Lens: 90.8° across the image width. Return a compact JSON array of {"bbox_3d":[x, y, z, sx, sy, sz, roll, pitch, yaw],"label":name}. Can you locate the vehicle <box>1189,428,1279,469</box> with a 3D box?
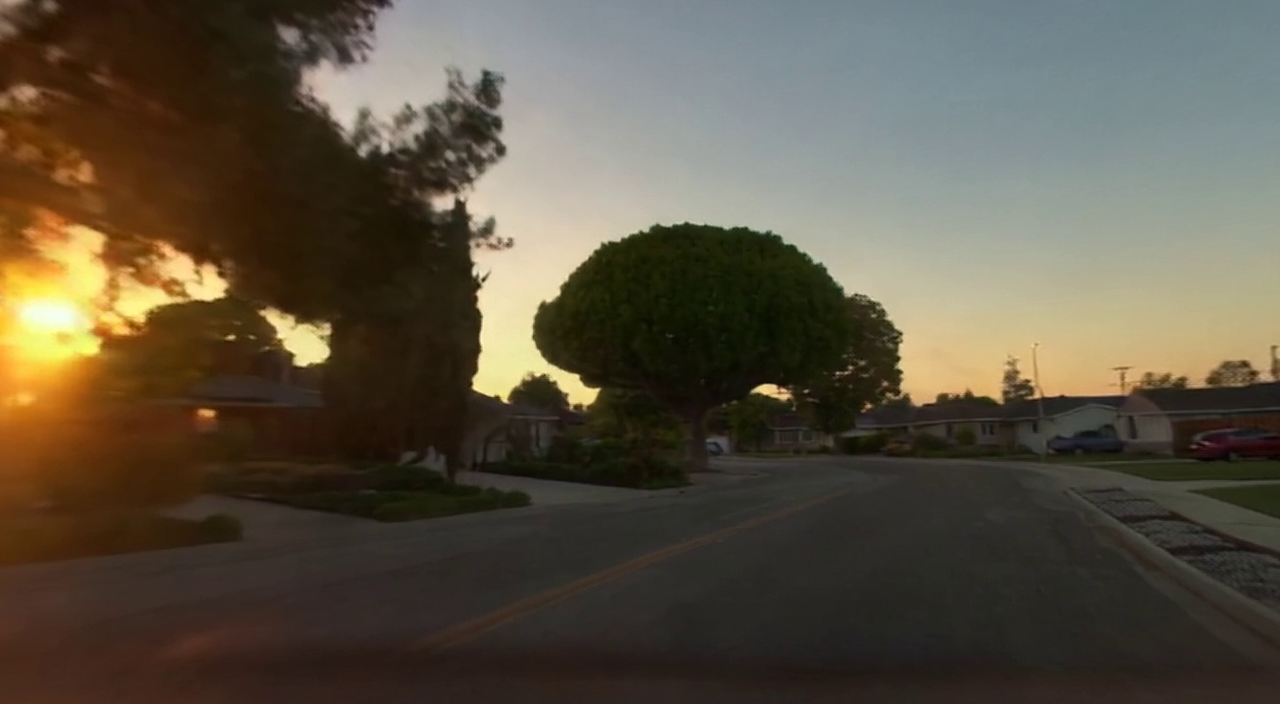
[{"bbox_3d":[27.137,4.158,27.521,4.327,1.573,1.967,-9,-13,28],"label":"vehicle"}]

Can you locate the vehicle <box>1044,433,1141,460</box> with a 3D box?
[{"bbox_3d":[30.273,6.352,42.384,4.799,1.451,2.144,-4,-8,-2],"label":"vehicle"}]
